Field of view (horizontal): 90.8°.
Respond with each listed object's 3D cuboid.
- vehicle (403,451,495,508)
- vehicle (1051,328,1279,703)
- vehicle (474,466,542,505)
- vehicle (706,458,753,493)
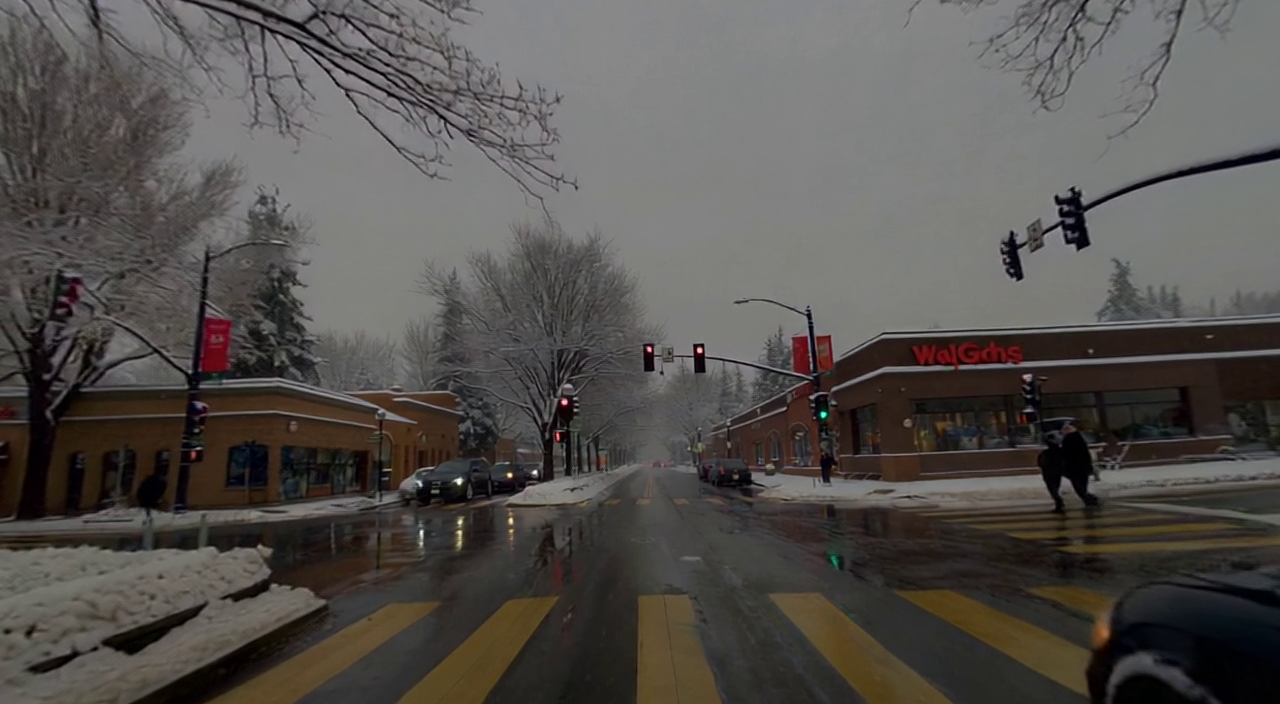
[{"bbox_3d":[-8.798,5.900,29.873,2.489,2.323,5.843,0,-8,0],"label":"vehicle"},{"bbox_3d":[2.661,0.690,1.206,1.822,1.654,2.794,0,-8,1],"label":"vehicle"},{"bbox_3d":[-5.745,5.871,28.155,1.983,1.438,4.559,0,-8,1],"label":"vehicle"},{"bbox_3d":[5.199,7.211,37.270,2.010,1.844,4.386,0,-8,-2],"label":"vehicle"}]
